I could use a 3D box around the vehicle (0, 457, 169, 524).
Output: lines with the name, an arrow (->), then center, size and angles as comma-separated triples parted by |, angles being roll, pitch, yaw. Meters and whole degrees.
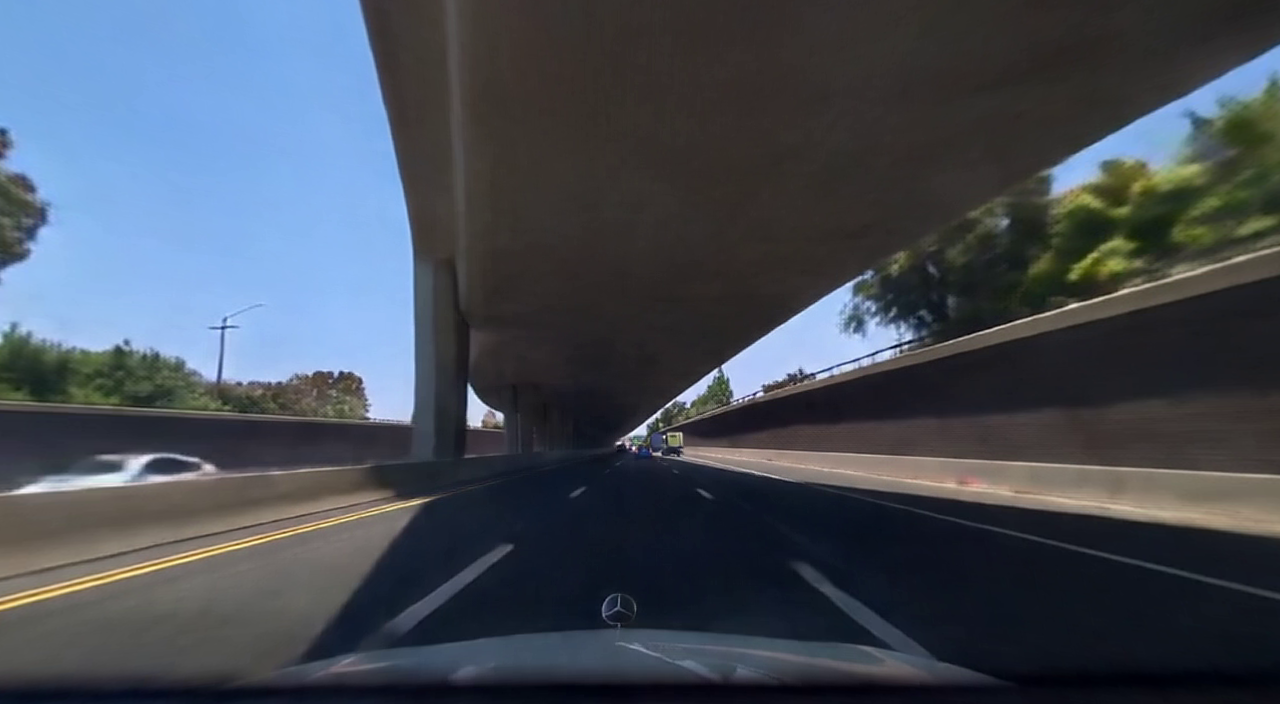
vehicle -> -15.868, 3.730, 17.391 | 1.930, 1.511, 4.717 | 0, -9, 0
